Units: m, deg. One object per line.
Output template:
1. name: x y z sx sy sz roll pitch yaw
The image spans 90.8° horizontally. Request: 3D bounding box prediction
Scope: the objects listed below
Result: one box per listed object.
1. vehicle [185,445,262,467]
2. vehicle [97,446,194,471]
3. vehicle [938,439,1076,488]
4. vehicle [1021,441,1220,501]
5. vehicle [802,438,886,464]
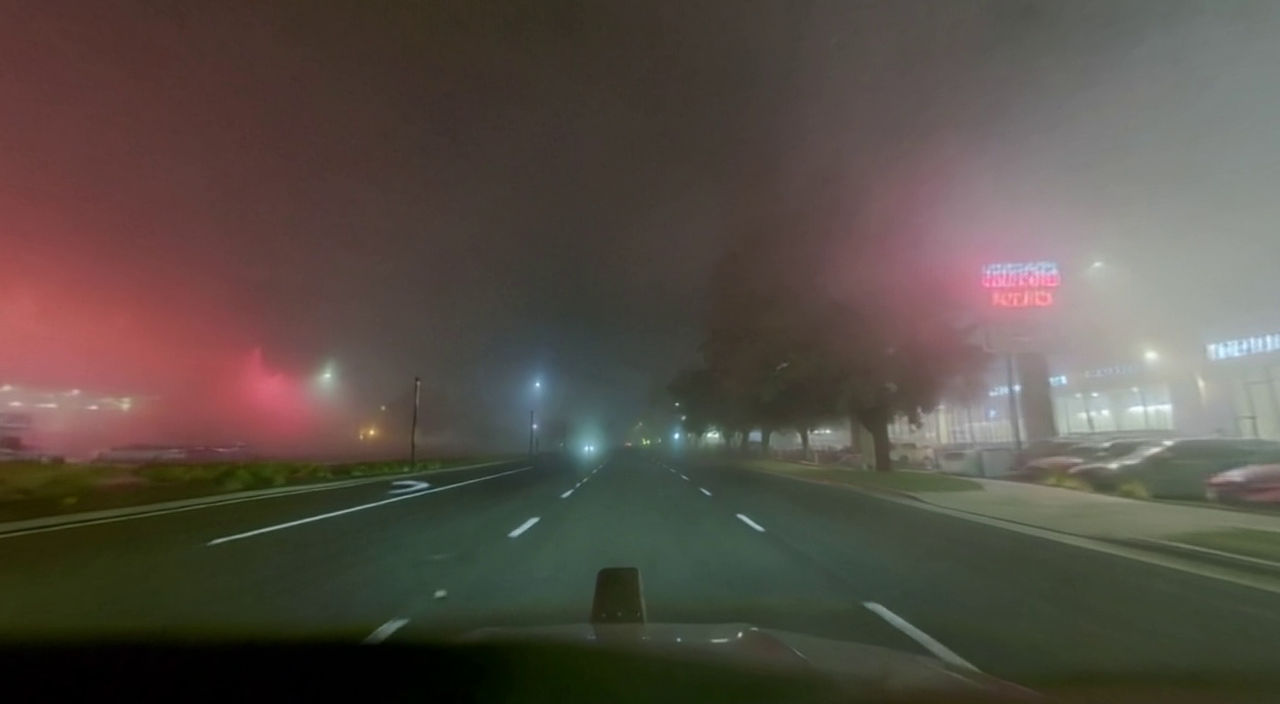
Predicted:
1. vehicle: -30.679 7.661 46.624 4.323 1.467 1.895 -1 -8 -1
2. vehicle: -30.342 6.516 38.839 4.311 1.457 1.808 0 -8 -2
3. vehicle: 12.762 3.893 22.433 1.928 1.465 4.874 -2 -9 -1
4. vehicle: 13.002 3.197 17.526 1.865 1.434 4.373 1 -8 -4
5. vehicle: 14.161 6.867 44.028 5.134 1.732 2.047 0 -8 0
